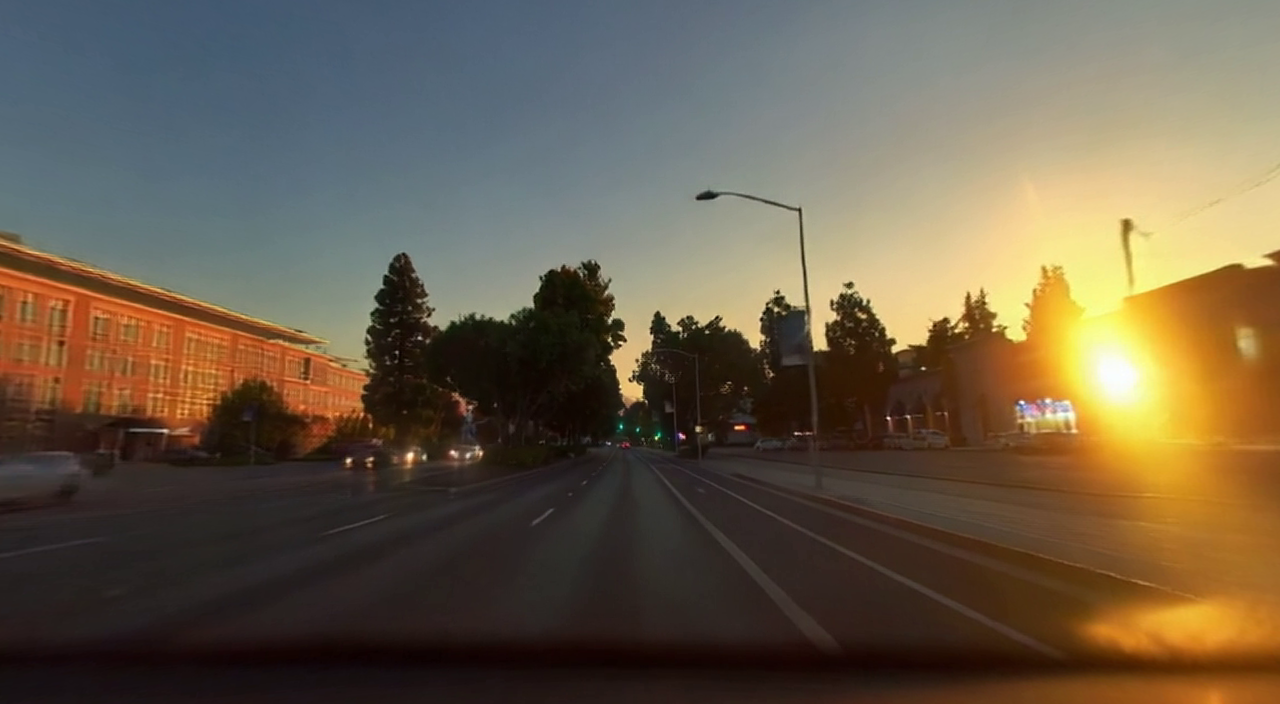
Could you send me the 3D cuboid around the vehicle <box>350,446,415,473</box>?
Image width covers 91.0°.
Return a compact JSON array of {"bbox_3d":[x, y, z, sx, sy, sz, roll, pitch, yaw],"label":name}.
[{"bbox_3d":[-14.650,6.123,36.107,1.907,1.469,4.441,0,-9,0],"label":"vehicle"}]
